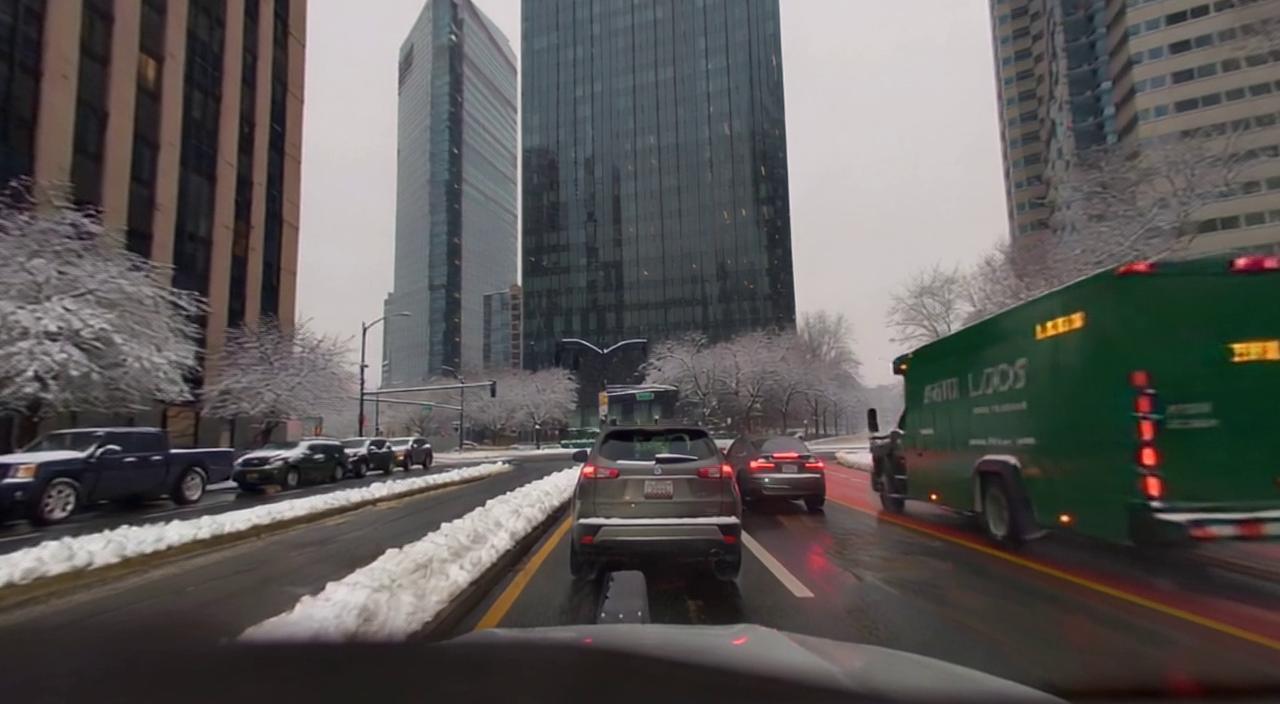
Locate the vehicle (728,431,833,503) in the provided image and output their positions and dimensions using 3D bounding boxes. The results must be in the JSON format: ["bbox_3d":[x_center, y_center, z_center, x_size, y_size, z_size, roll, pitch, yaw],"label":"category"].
[{"bbox_3d":[3.850,3.236,18.255,2.143,1.793,4.763,0,-8,3],"label":"vehicle"}]

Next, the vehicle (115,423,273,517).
[{"bbox_3d":[-10.667,2.816,15.434,1.482,2.019,3.297,0,-8,-3],"label":"vehicle"}]

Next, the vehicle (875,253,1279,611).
[{"bbox_3d":[6.310,1.194,9.281,3.113,3.116,7.650,-1,-8,3],"label":"vehicle"}]

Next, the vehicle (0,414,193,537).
[{"bbox_3d":[-10.332,2.220,11.825,1.543,1.946,3.454,1,-9,-5],"label":"vehicle"}]

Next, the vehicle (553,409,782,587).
[{"bbox_3d":[0.324,1.713,8.232,2.192,1.695,4.142,0,-8,2],"label":"vehicle"}]

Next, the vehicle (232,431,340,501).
[{"bbox_3d":[-10.967,3.510,19.850,1.559,1.973,3.419,1,-8,-4],"label":"vehicle"}]

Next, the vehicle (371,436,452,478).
[{"bbox_3d":[-11.659,5.405,32.754,2.338,1.963,5.740,0,-8,-3],"label":"vehicle"}]
